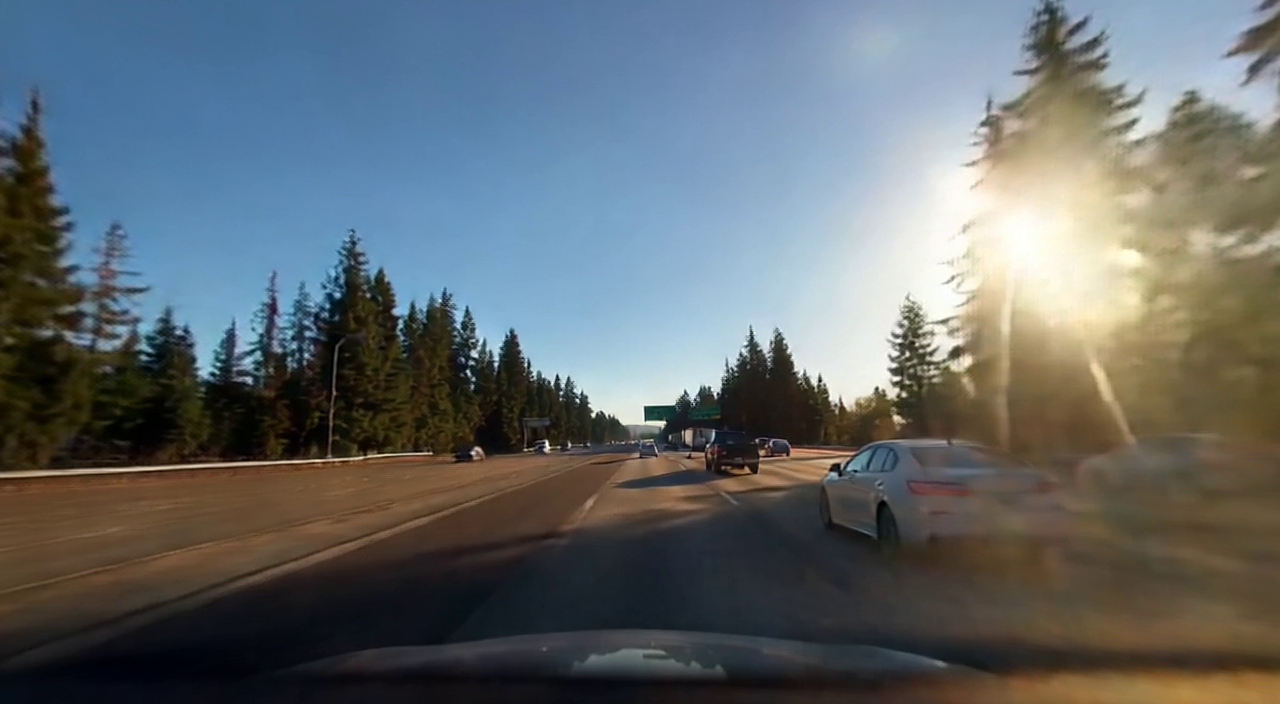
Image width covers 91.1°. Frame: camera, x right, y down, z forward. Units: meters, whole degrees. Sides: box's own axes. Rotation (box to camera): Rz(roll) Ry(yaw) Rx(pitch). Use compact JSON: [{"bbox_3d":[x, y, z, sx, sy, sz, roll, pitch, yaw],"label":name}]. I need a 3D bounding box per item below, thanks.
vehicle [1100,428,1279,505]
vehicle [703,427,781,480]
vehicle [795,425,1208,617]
[{"bbox_3d":[15.075,2.930,16.621,2.027,1.711,4.963,0,-8,0],"label":"vehicle"},{"bbox_3d":[3.957,4.057,25.434,2.206,1.902,5.460,0,-8,0],"label":"vehicle"},{"bbox_3d":[3.389,1.652,7.290,1.904,1.453,4.789,0,-8,-1],"label":"vehicle"}]
